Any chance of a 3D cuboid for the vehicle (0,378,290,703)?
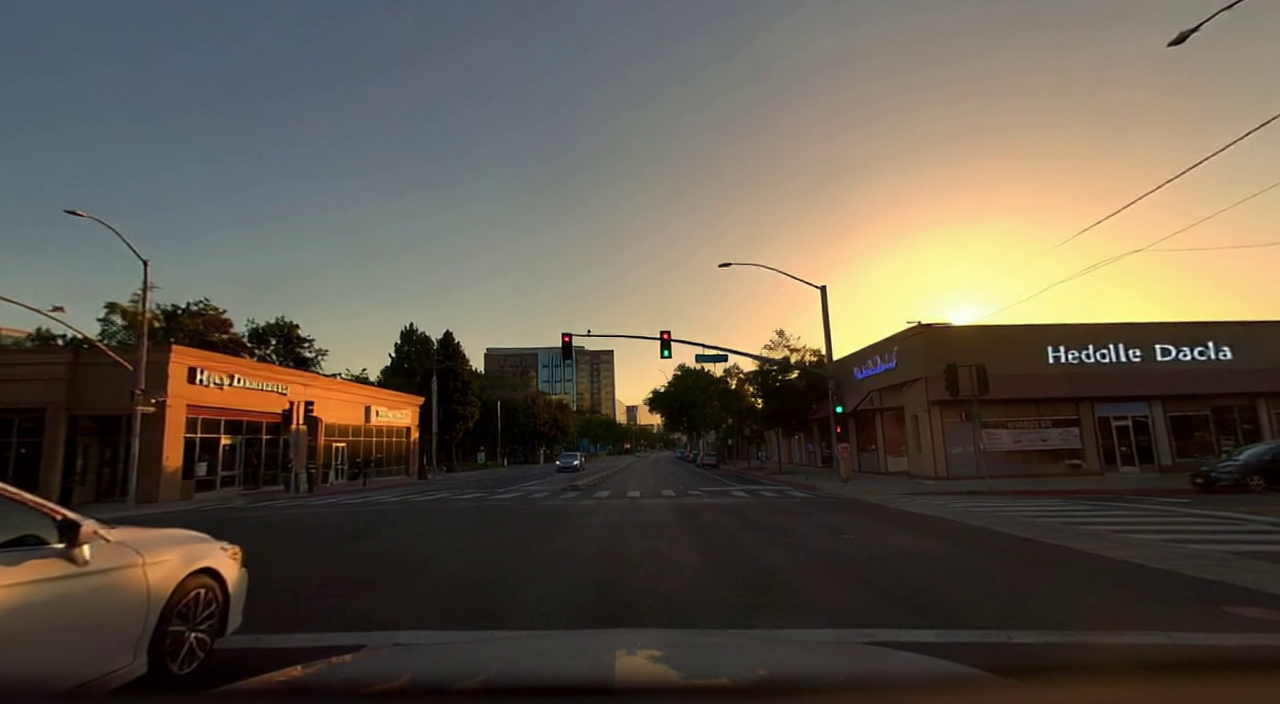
[{"bbox_3d":[-3.496,0.893,2.269,1.947,1.627,4.248,0,-9,1],"label":"vehicle"}]
